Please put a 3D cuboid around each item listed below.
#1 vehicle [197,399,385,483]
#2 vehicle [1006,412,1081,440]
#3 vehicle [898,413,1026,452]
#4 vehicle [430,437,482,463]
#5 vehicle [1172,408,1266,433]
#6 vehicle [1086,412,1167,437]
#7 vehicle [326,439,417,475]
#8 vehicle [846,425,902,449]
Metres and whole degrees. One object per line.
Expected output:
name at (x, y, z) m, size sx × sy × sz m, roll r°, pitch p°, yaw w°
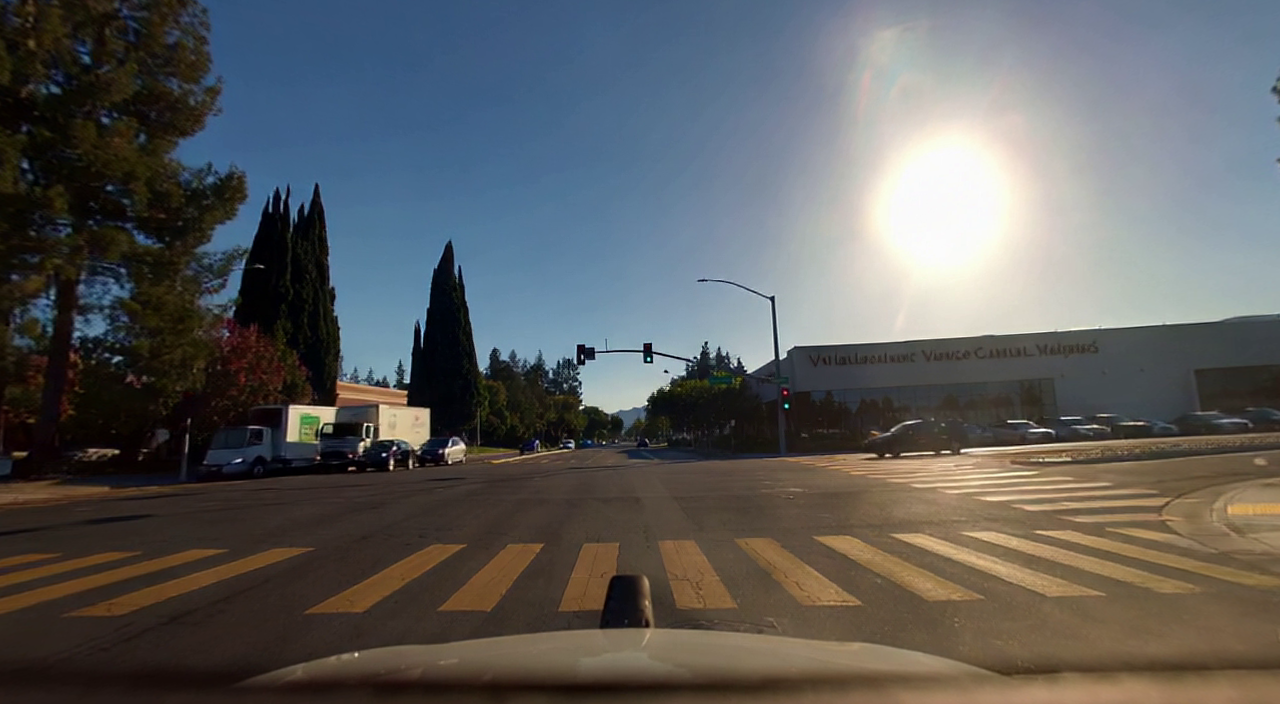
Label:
vehicle at (-16.573, 4.463, 31.452) m, size 3.161 × 3.455 × 11.058 m, roll 0°, pitch -8°, yaw -1°
vehicle at (26.310, 4.880, 41.286) m, size 2.011 × 1.656 × 4.163 m, roll 0°, pitch -8°, yaw -3°
vehicle at (14.186, 3.593, 27.943) m, size 4.566 × 1.670 × 2.000 m, roll 0°, pitch -8°, yaw -2°
vehicle at (-12.373, 6.633, 42.655) m, size 2.181 × 1.653 × 4.468 m, roll 0°, pitch -8°, yaw 0°
vehicle at (38.394, 4.611, 41.952) m, size 1.715 × 1.480 × 4.701 m, roll 0°, pitch -8°, yaw -1°
vehicle at (31.382, 4.726, 40.772) m, size 1.823 × 1.480 × 4.003 m, roll 0°, pitch -8°, yaw -4°
vehicle at (-12.034, 4.715, 28.640) m, size 1.996 × 1.482 × 4.772 m, roll 0°, pitch -8°, yaw 0°
vehicle at (17.178, 6.260, 46.335) m, size 3.329 × 1.415 × 1.821 m, roll -6°, pitch -9°, yaw 2°
